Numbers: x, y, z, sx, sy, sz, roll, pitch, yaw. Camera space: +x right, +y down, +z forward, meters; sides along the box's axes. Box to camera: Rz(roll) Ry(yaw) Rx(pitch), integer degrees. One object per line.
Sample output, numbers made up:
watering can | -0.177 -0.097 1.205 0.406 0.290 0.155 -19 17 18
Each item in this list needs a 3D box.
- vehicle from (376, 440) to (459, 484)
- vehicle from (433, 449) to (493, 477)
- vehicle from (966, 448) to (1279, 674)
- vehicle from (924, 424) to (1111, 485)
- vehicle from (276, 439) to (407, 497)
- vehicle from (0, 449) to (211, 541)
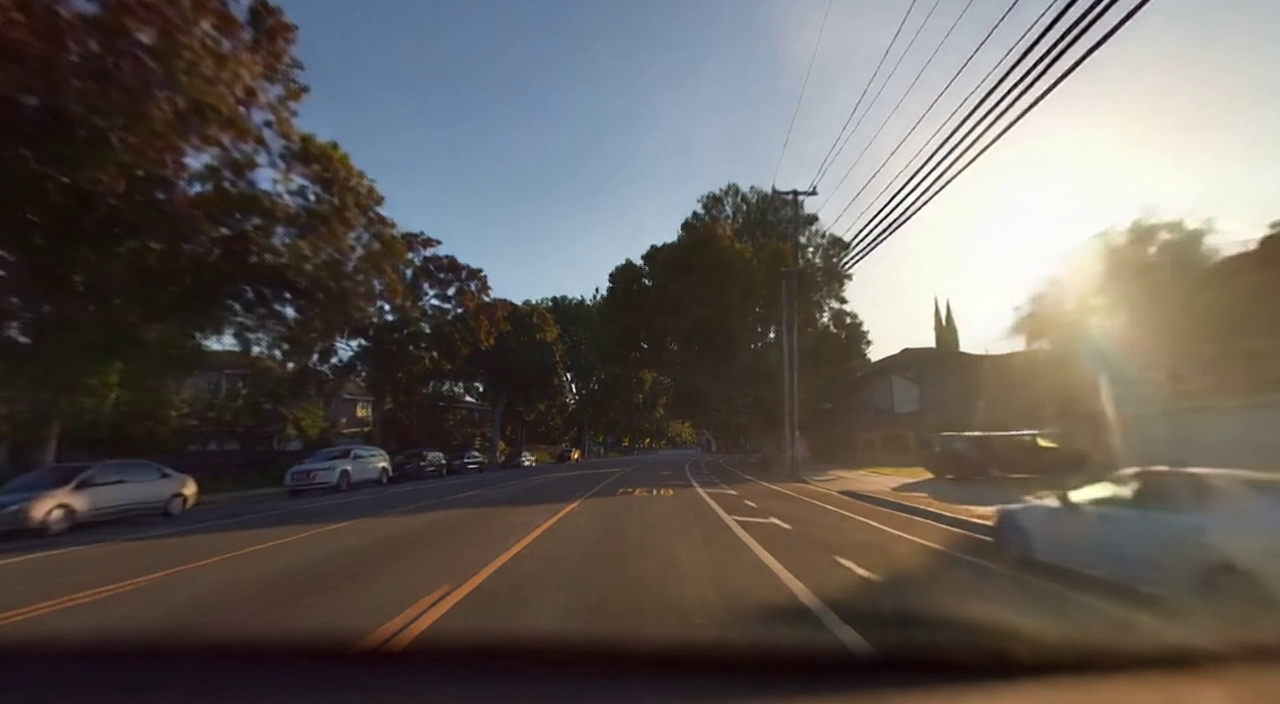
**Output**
vehicle | -11.183 5.582 32.135 2.114 1.925 5.449 -3 -9 2
vehicle | -10.673 6.702 38.331 1.908 1.491 4.627 -1 -8 5
vehicle | 5.164 1.615 5.715 1.959 1.439 4.532 0 -8 0
vehicle | 12.037 3.300 20.368 4.710 1.846 1.985 0 -8 2
vehicle | -11.510 4.505 24.881 2.225 1.887 5.672 -3 -9 3
vehicle | -11.986 3.025 13.810 1.907 1.612 4.594 -3 -9 0
